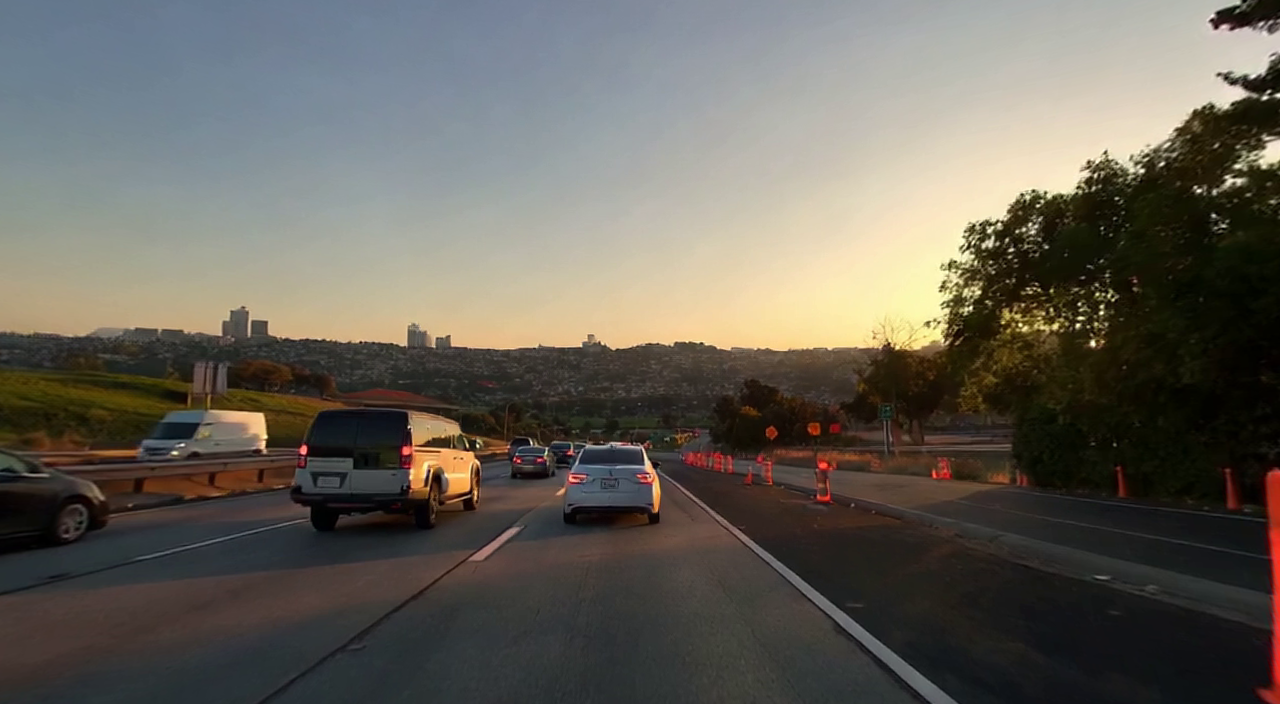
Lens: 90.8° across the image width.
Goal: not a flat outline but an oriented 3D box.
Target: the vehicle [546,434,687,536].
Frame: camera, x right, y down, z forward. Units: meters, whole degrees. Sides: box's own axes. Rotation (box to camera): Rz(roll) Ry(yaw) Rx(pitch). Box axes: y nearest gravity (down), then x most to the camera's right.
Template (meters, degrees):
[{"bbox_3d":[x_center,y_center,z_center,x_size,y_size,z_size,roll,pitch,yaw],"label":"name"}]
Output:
[{"bbox_3d":[-0.403,2.255,11.325,2.069,1.484,3.918,0,-9,-2],"label":"vehicle"}]

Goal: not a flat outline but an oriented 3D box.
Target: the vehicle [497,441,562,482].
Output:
[{"bbox_3d":[-4.217,4.216,24.650,1.824,1.459,4.007,0,-9,0],"label":"vehicle"}]

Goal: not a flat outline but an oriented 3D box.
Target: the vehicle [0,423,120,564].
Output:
[{"bbox_3d":[-7.877,1.429,6.169,1.930,1.506,4.279,0,-9,0],"label":"vehicle"}]

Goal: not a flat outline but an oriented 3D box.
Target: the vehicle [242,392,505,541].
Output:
[{"bbox_3d":[-4.225,1.977,11.494,2.324,2.012,5.740,0,-9,-1],"label":"vehicle"}]

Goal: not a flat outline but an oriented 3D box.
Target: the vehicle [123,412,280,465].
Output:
[{"bbox_3d":[-17.698,3.574,26.061,2.480,1.907,6.056,0,-8,-5],"label":"vehicle"}]
